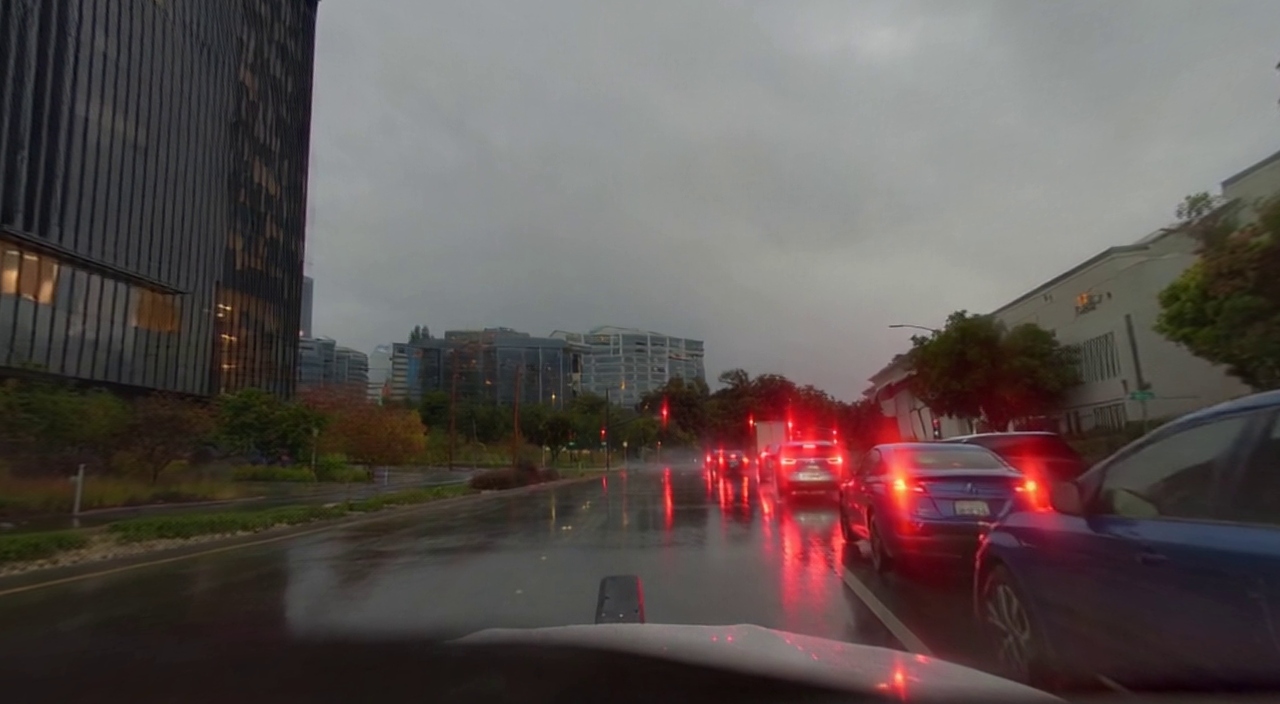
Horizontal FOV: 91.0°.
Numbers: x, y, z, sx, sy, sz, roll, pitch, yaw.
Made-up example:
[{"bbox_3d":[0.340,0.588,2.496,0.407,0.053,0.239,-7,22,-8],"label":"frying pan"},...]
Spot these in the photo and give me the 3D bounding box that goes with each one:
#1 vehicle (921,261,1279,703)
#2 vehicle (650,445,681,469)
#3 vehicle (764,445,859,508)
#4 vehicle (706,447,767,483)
[{"bbox_3d":[2.482,0.693,1.524,2.092,1.703,4.870,-2,-9,10],"label":"vehicle"},{"bbox_3d":[1.982,7.886,47.490,2.121,1.728,4.161,-1,-9,6],"label":"vehicle"},{"bbox_3d":[4.993,3.642,19.055,2.089,1.609,4.922,-1,-9,7],"label":"vehicle"},{"bbox_3d":[4.523,5.345,30.129,2.183,1.553,3.923,0,-9,-1],"label":"vehicle"}]
